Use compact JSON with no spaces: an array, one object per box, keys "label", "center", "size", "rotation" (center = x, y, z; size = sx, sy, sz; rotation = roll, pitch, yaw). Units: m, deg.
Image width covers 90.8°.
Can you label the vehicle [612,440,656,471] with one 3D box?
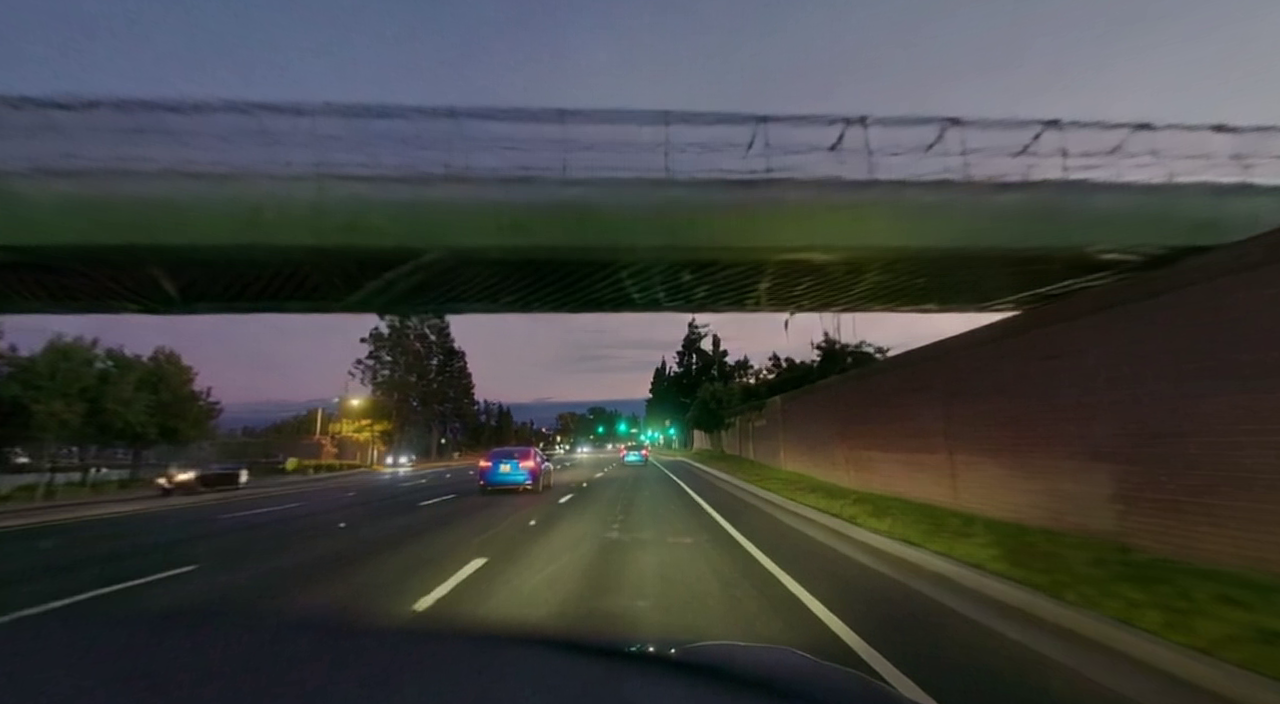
[{"label":"vehicle","center":[-0.342,5.513,33.818],"size":[2.205,1.509,4.272],"rotation":[0,-8,-1]}]

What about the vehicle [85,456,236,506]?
[{"label":"vehicle","center":[-17.737,4.752,23.745],"size":[1.983,1.552,4.798],"rotation":[0,-9,-2]}]

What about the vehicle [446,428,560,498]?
[{"label":"vehicle","center":[-3.818,3.195,18.533],"size":[2.223,1.771,4.581],"rotation":[0,-8,1]}]
